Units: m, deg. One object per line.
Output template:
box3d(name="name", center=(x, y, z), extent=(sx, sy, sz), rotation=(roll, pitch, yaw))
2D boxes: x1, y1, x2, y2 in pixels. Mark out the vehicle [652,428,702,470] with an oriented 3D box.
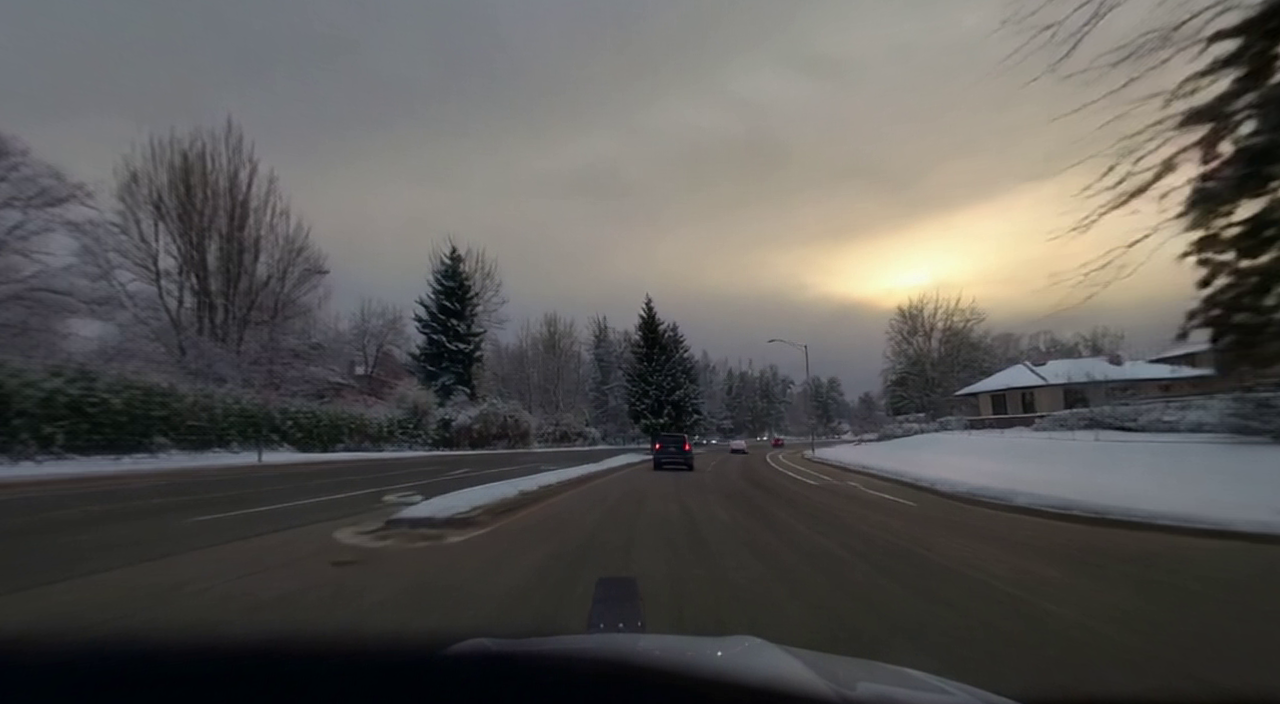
box3d(name="vehicle", center=(1.973, 4.931, 32.018), extent=(2.072, 2.002, 4.391), rotation=(-1, -8, 10))
